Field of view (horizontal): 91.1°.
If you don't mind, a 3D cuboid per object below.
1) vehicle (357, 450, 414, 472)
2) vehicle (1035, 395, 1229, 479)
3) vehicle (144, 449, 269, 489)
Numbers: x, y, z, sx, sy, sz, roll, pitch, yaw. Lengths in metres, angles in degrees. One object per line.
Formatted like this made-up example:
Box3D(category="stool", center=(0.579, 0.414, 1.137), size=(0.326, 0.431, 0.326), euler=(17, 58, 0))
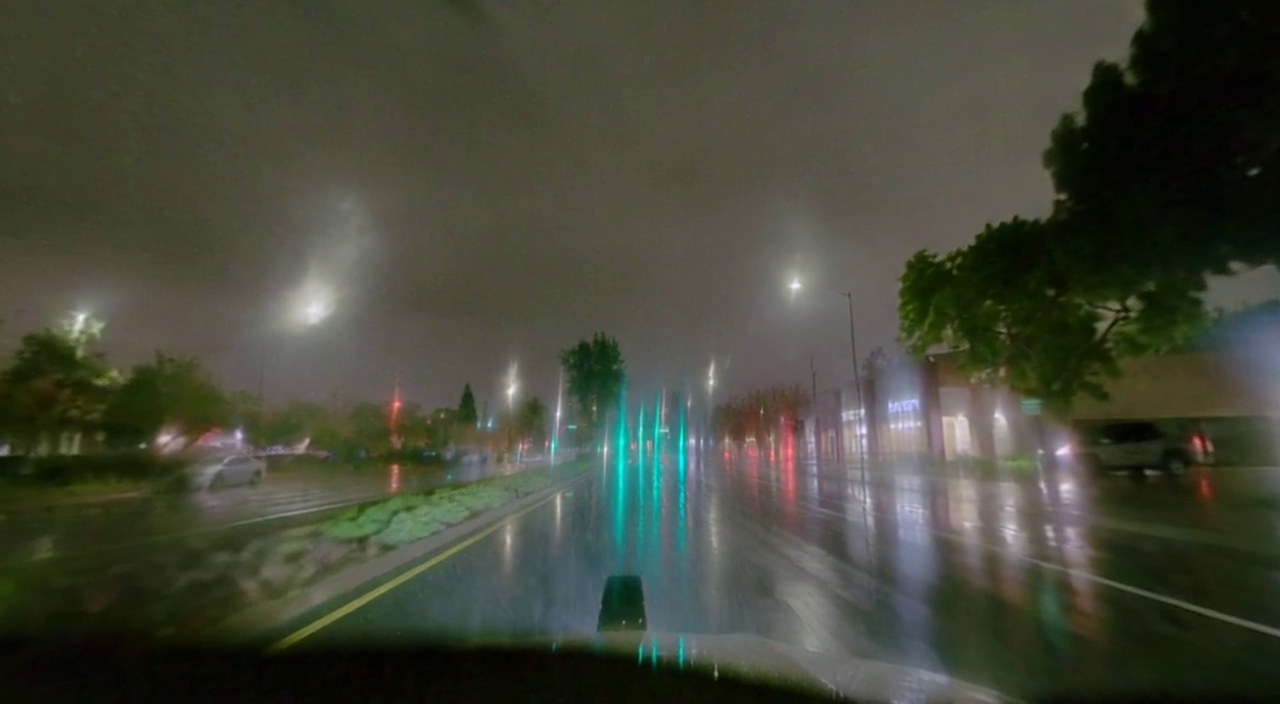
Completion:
Box3D(category="vehicle", center=(-18.703, 8.023, 46.440), size=(2.121, 1.567, 5.042), euler=(0, -9, 0))
Box3D(category="vehicle", center=(21.744, 3.909, 28.460), size=(2.977, 3.311, 6.892), euler=(0, -9, -1))
Box3D(category="vehicle", center=(-19.091, 5.151, 27.994), size=(2.071, 1.595, 4.822), euler=(0, -9, 1))
